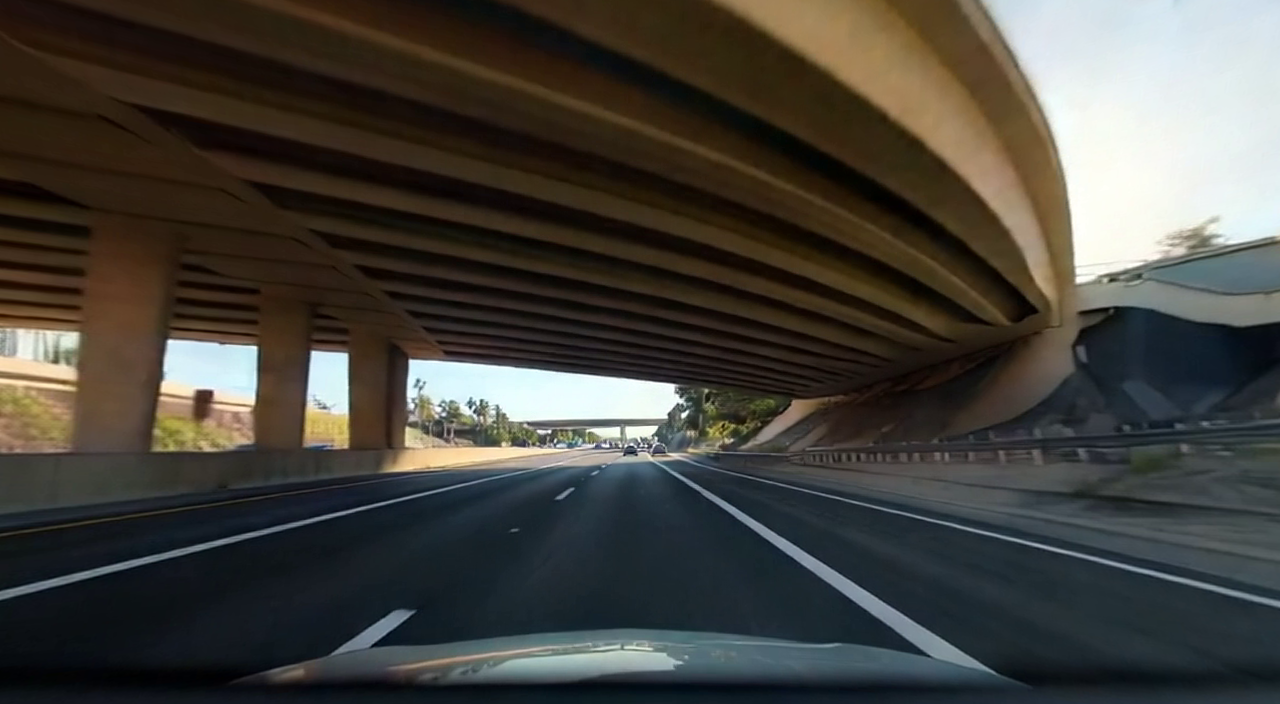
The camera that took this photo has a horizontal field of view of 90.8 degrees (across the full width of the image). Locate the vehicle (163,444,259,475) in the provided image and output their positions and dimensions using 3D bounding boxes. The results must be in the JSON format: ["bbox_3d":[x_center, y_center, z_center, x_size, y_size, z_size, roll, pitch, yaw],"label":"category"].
[{"bbox_3d":[-24.770,6.197,36.739,1.935,1.653,5.201,0,-8,0],"label":"vehicle"}]
